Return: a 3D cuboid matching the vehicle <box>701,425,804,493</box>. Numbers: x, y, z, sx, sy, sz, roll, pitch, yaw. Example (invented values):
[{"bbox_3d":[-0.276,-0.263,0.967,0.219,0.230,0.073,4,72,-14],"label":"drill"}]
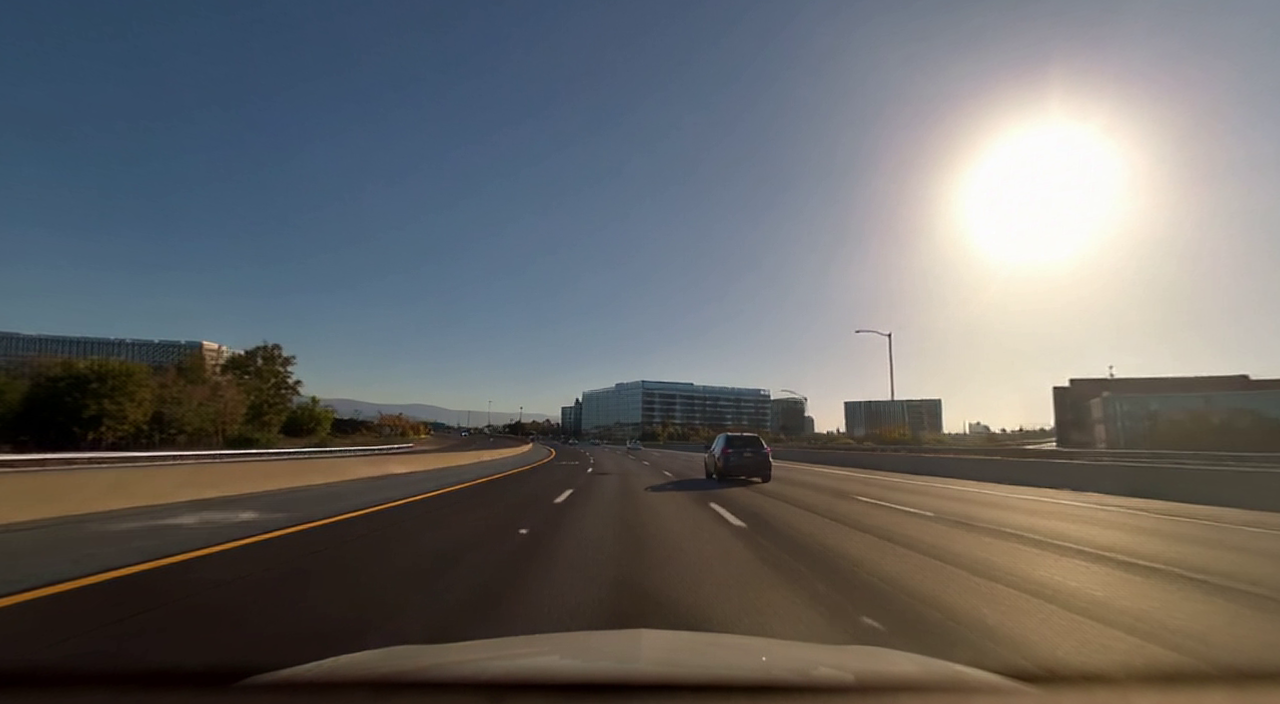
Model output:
[{"bbox_3d":[3.069,3.033,18.204,2.059,1.715,4.192,0,-8,-2],"label":"vehicle"}]
